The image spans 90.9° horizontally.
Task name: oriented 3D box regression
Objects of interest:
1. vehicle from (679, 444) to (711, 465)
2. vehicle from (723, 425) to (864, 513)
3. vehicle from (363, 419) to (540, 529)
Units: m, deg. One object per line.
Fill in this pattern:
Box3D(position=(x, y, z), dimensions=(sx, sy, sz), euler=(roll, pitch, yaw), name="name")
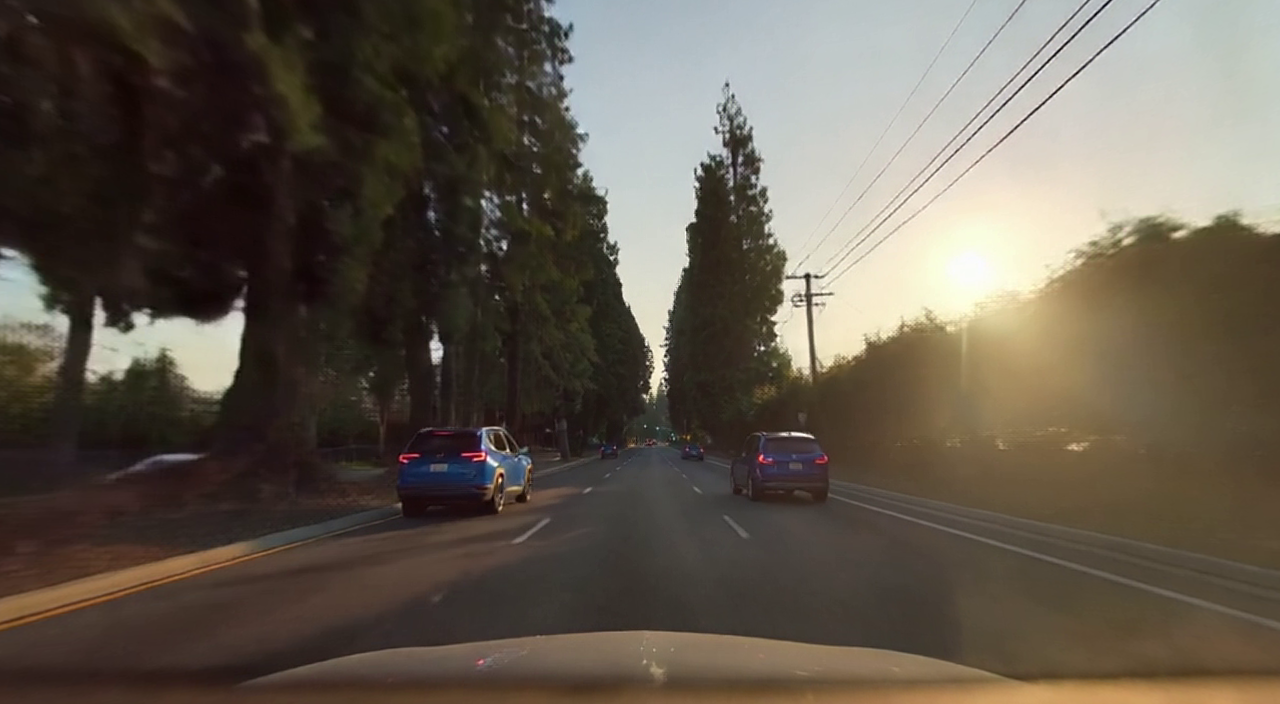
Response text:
Box3D(position=(3.955, 7.411, 45.842), dimensions=(1.906, 1.468, 4.422), euler=(0, -8, 0), name="vehicle")
Box3D(position=(3.383, 2.687, 14.951), dimensions=(2.182, 1.744, 4.464), euler=(0, -8, -1), name="vehicle")
Box3D(position=(-3.482, 2.350, 12.713), dimensions=(2.104, 1.785, 4.494), euler=(0, -8, 1), name="vehicle")
